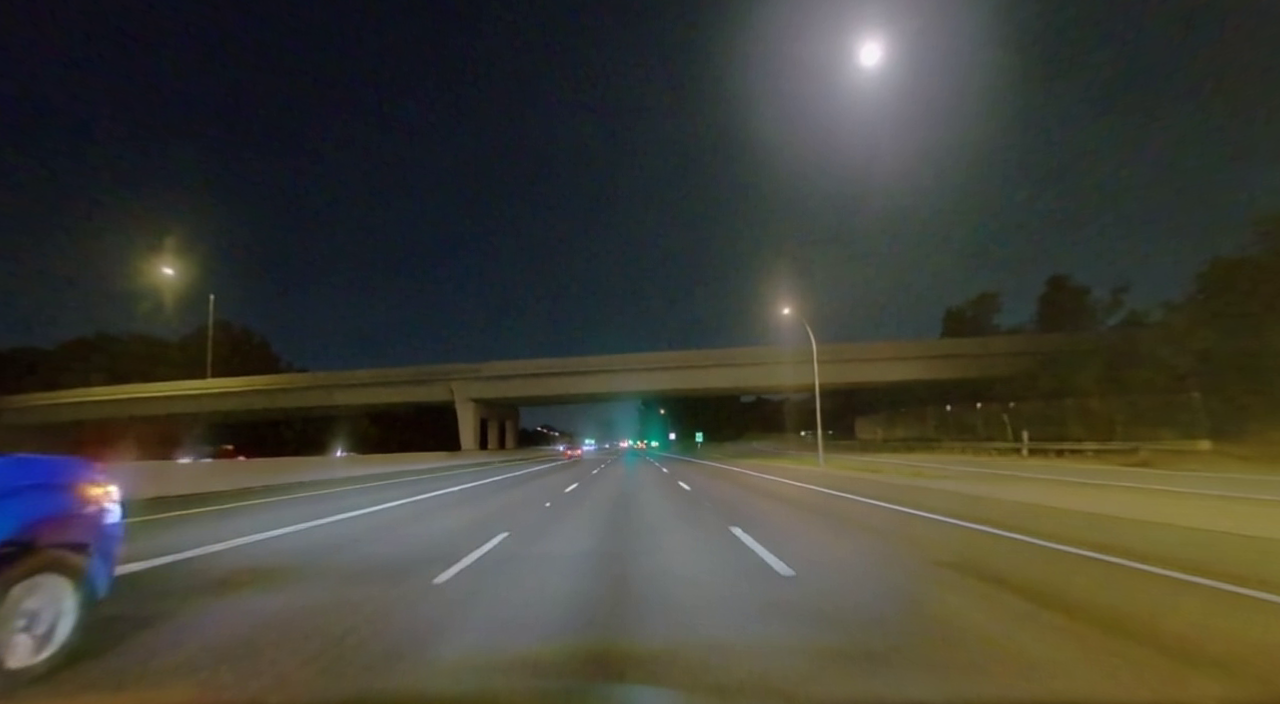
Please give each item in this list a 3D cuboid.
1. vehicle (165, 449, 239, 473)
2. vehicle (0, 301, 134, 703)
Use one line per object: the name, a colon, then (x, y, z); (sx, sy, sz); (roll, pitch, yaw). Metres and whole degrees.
vehicle: (-29.169, 7.255, 42.266); (1.829, 1.420, 4.422); (0, -8, -1)
vehicle: (-4.223, 0.442, 0.639); (2.529, 2.003, 5.904); (0, -8, 0)
